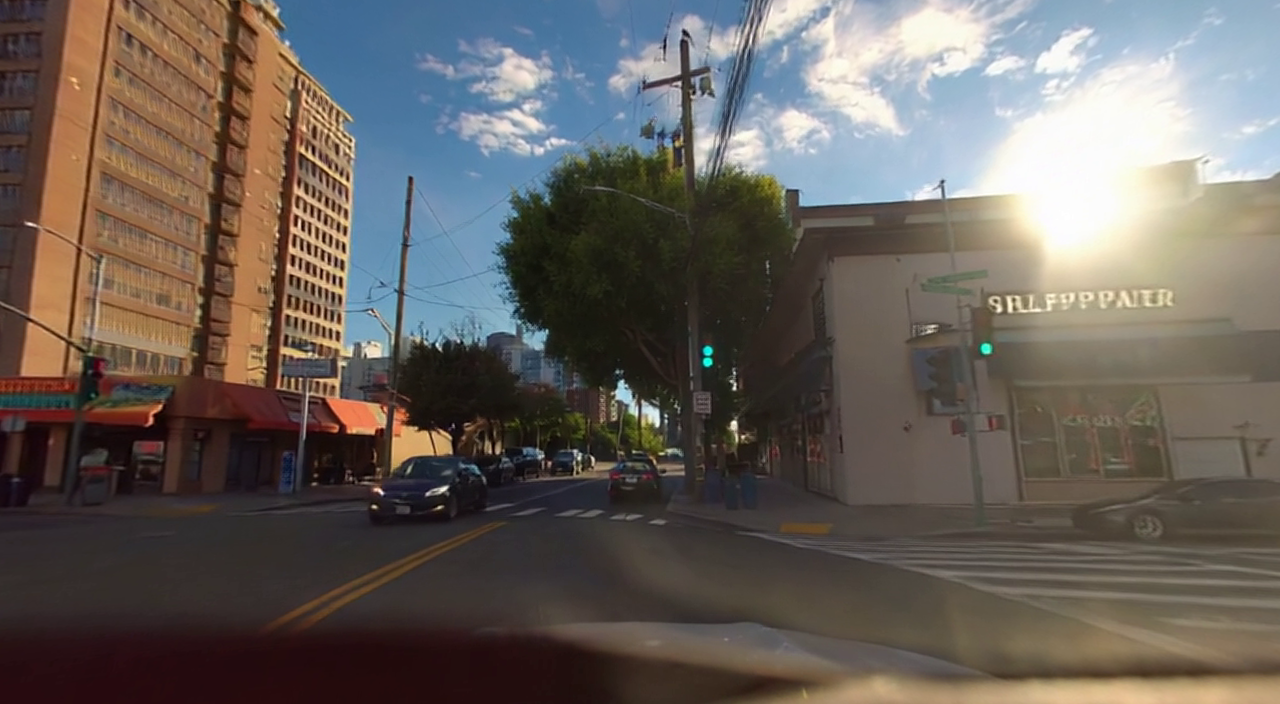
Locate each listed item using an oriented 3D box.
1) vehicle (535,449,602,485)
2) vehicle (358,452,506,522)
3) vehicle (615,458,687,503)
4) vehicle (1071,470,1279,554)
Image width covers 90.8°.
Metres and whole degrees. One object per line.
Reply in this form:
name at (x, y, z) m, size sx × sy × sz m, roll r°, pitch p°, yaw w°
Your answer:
vehicle at (-3.630, 5.967, 33.129) m, size 2.181 × 1.723 × 4.692 m, roll -2°, pitch -9°, yaw 11°
vehicle at (-5.062, 3.344, 16.187) m, size 2.119 × 1.485 × 4.472 m, roll -1°, pitch -9°, yaw 2°
vehicle at (0.512, 4.829, 24.102) m, size 1.892 × 1.481 × 4.365 m, roll -2°, pitch -9°, yaw 12°
vehicle at (11.488, 3.104, 12.510) m, size 4.426 × 1.446 × 1.795 m, roll -2°, pitch -9°, yaw 10°
